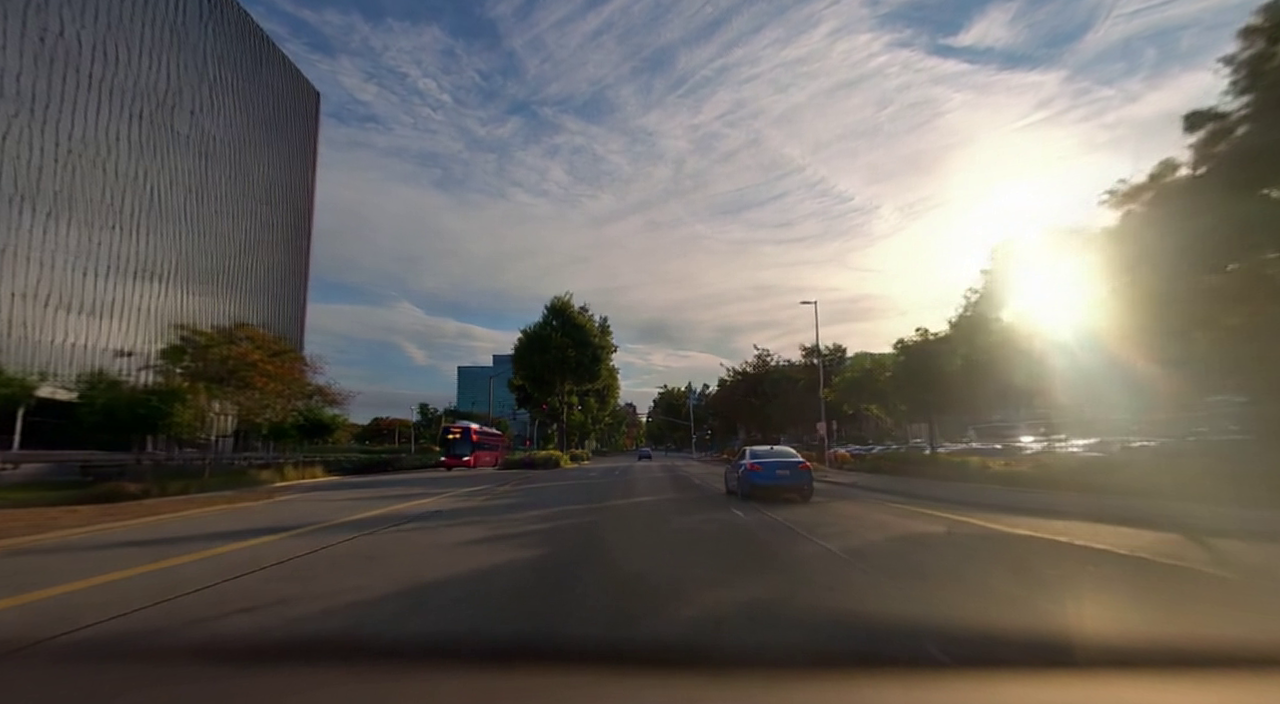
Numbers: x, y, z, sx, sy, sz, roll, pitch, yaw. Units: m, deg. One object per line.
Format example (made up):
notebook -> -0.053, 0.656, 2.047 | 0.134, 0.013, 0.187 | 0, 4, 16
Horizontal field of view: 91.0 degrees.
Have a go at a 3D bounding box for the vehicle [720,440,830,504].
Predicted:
vehicle -> 3.462, 3.172, 16.999 | 1.993, 1.501, 4.127 | 0, -9, -1

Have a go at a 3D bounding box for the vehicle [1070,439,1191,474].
vehicle -> 21.224, 4.545, 27.372 | 3.643, 1.431, 1.884 | 0, -9, 0

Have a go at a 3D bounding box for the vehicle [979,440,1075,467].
vehicle -> 21.796, 5.719, 35.606 | 4.135, 1.480, 1.915 | 0, -9, 0
